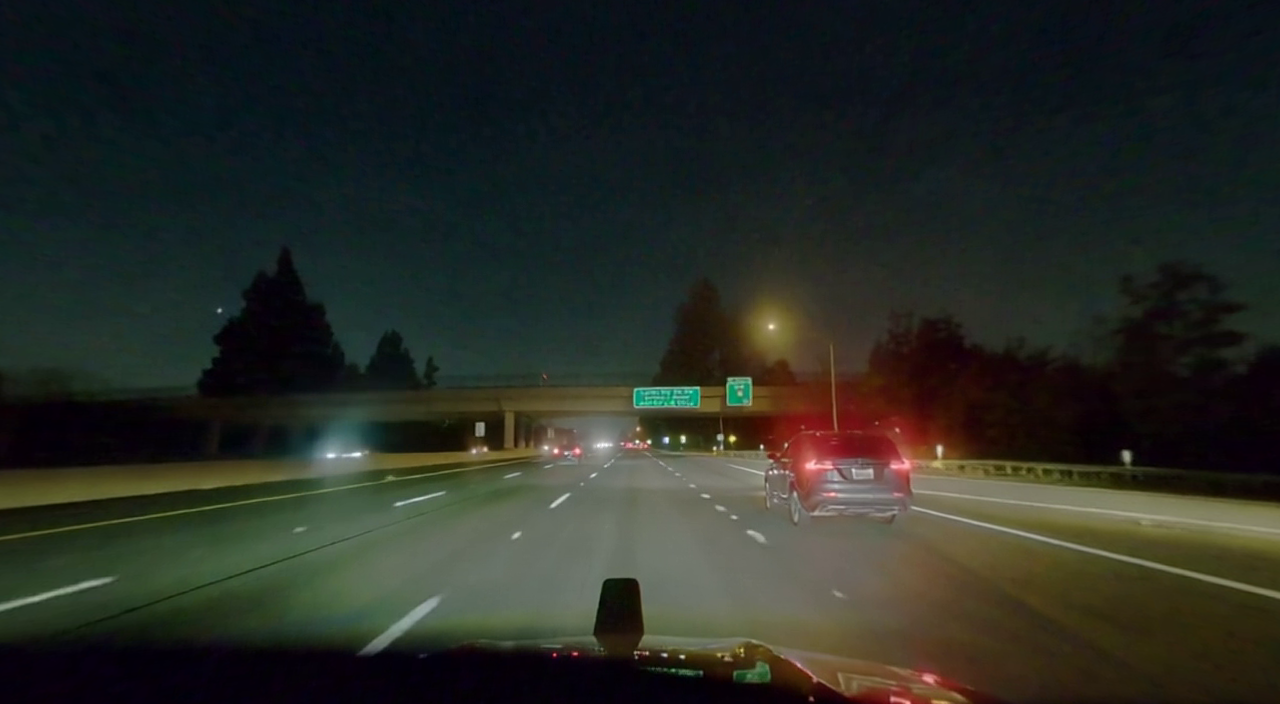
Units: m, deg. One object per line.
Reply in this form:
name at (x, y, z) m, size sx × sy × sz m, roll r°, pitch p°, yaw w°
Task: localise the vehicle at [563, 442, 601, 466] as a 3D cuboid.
vehicle at (-3.795, 6.753, 42.031) m, size 2.091 × 1.544 × 4.409 m, roll 0°, pitch -8°, yaw 0°
